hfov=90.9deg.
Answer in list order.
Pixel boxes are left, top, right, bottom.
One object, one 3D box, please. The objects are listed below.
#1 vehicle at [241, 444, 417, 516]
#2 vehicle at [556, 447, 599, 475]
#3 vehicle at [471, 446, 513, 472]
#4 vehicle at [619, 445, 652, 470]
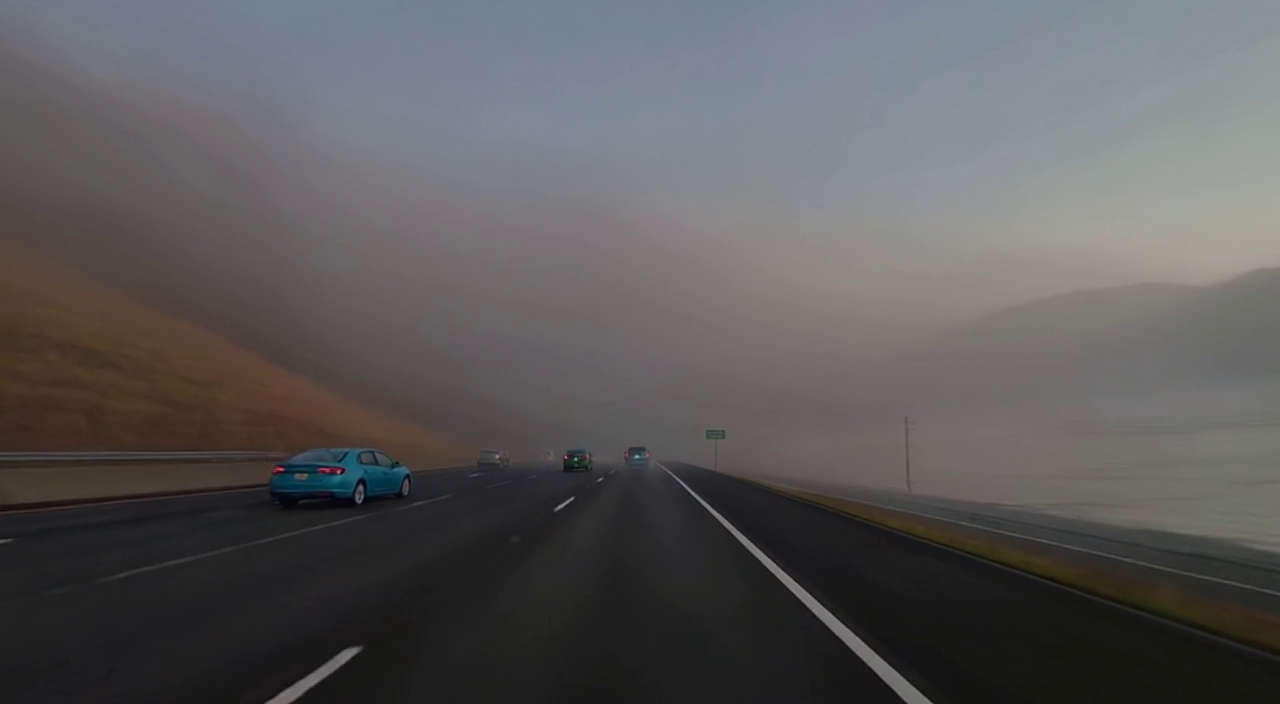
[{"bbox_3d":[-7.119,2.932,15.063,1.991,1.441,4.265,0,-8,1],"label":"vehicle"},{"bbox_3d":[-3.686,6.493,37.915,2.144,1.505,4.649,0,-8,0],"label":"vehicle"},{"bbox_3d":[-11.020,7.970,47.246,2.025,1.750,4.505,0,-8,1],"label":"vehicle"},{"bbox_3d":[-0.337,7.324,44.076,2.225,1.674,4.044,0,-8,-1],"label":"vehicle"}]
